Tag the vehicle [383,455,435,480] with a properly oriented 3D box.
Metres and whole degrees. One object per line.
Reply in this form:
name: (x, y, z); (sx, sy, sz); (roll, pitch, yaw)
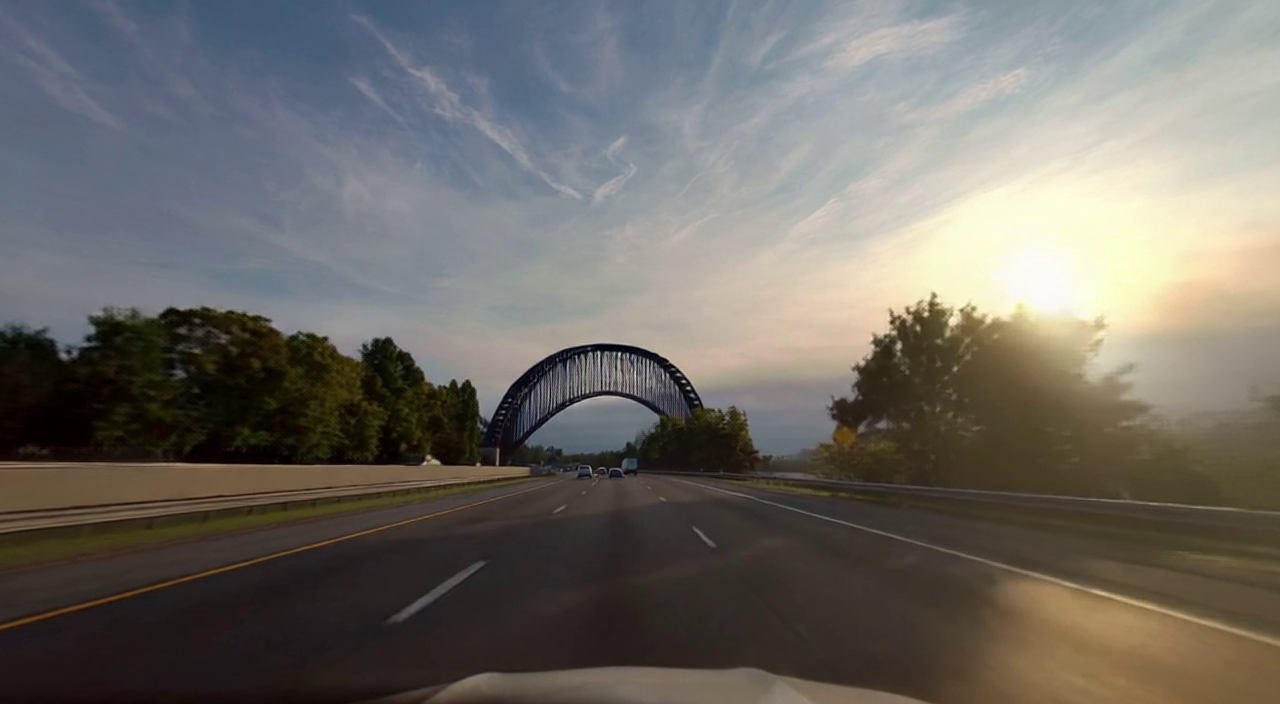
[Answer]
vehicle: (-17.317, 8.731, 47.537); (2.078, 1.771, 5.233); (1, -10, -2)
